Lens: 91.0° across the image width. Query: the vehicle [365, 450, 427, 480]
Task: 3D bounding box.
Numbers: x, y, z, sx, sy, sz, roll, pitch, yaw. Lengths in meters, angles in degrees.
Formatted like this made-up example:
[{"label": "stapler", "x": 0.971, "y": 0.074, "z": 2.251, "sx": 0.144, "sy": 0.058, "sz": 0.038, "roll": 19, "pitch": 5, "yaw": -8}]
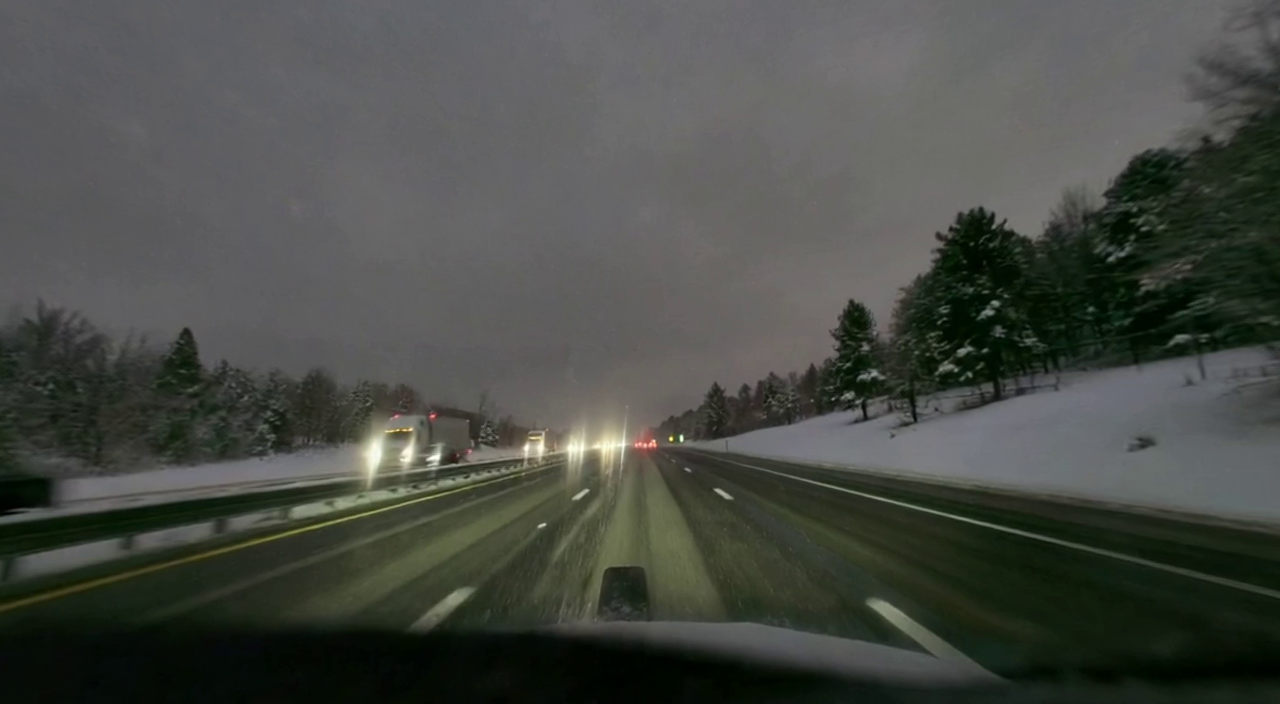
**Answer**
[{"label": "vehicle", "x": -13.766, "y": 6.377, "z": 35.719, "sx": 1.823, "sy": 1.494, "sz": 4.125, "roll": 0, "pitch": -8, "yaw": 1}]
